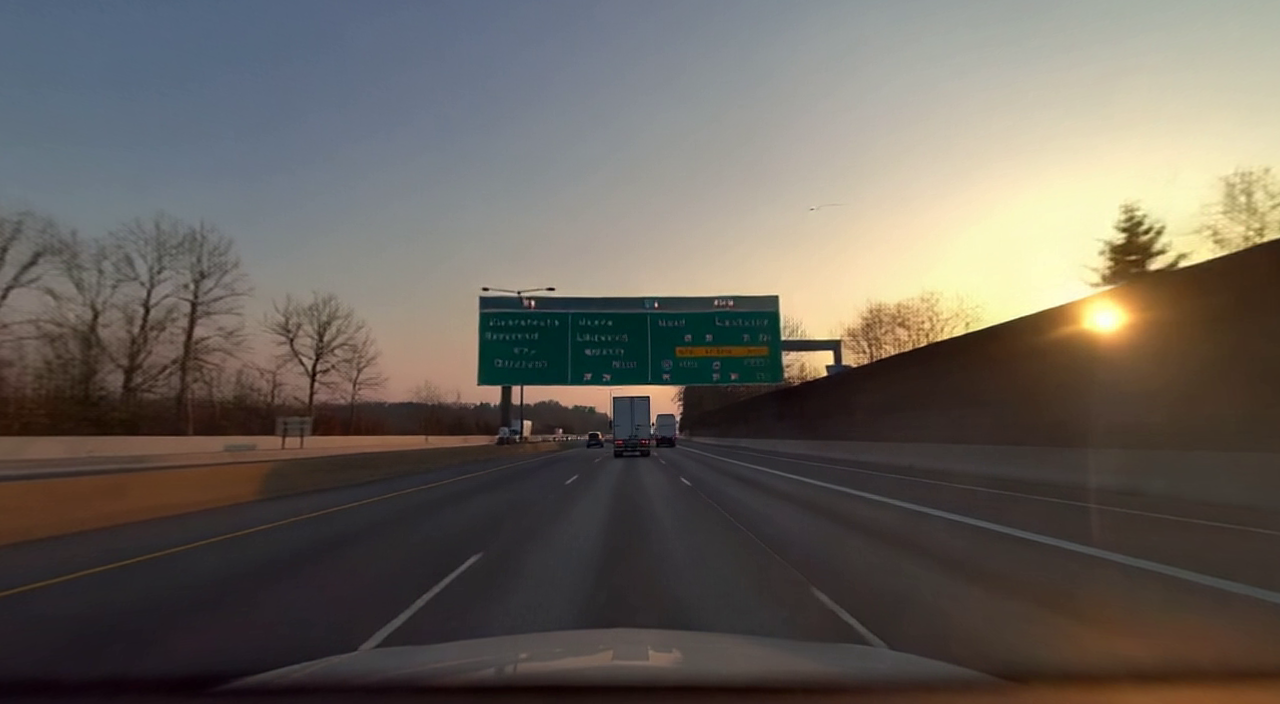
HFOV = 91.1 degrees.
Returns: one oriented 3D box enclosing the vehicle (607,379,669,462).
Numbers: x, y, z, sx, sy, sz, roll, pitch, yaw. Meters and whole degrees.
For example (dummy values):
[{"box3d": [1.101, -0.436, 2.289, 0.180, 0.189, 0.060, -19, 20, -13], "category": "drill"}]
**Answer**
[{"box3d": [-0.179, 4.358, 38.286, 2.965, 3.972, 16.689, 0, -8, -1], "category": "vehicle"}]
